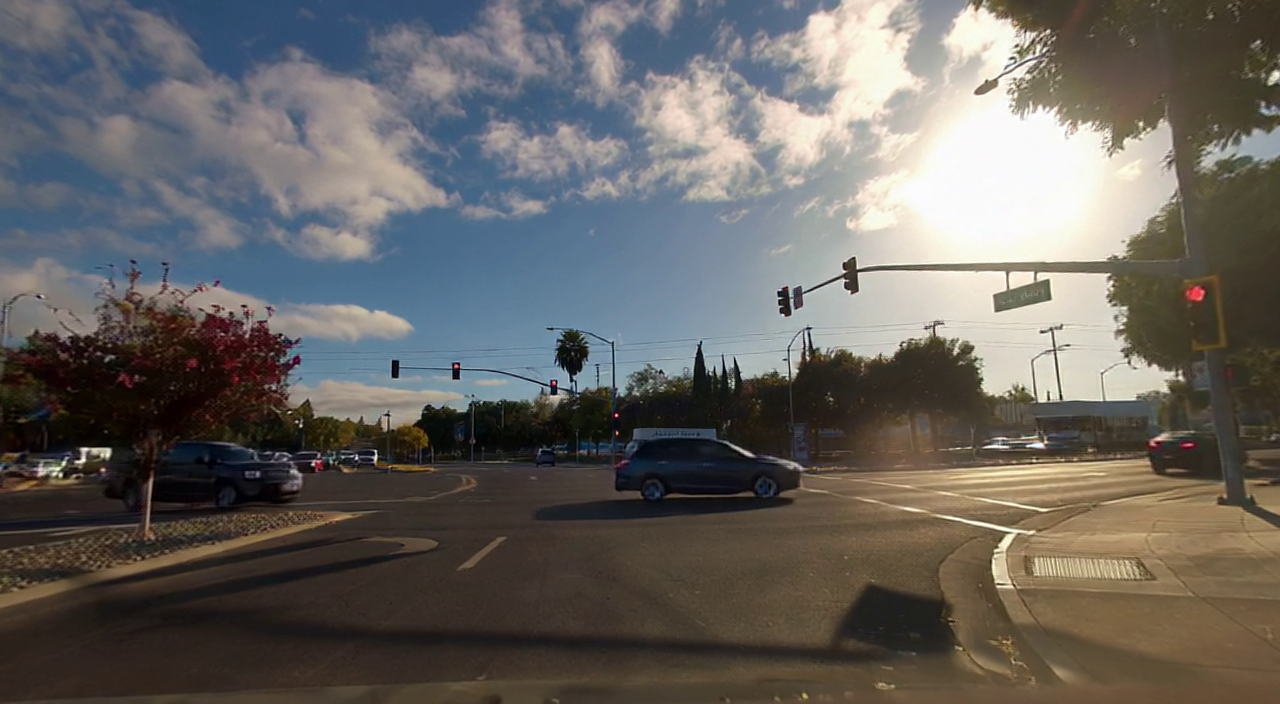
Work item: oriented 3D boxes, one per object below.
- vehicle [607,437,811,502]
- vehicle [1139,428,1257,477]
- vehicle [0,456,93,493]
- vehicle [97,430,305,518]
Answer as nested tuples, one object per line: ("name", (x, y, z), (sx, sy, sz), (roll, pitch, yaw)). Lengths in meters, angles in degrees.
("vehicle", (1.569, 2.874, 15.696), (4.728, 1.471, 1.957), (0, -9, -4))
("vehicle", (20.434, 3.656, 23.100), (4.281, 1.621, 1.903), (5, -10, -31))
("vehicle", (-31.185, 6.261, 32.640), (2.142, 1.723, 4.692), (1, -9, -9))
("vehicle", (-11.630, 3.099, 16.611), (5.896, 1.937, 2.358), (-6, -10, 33))
